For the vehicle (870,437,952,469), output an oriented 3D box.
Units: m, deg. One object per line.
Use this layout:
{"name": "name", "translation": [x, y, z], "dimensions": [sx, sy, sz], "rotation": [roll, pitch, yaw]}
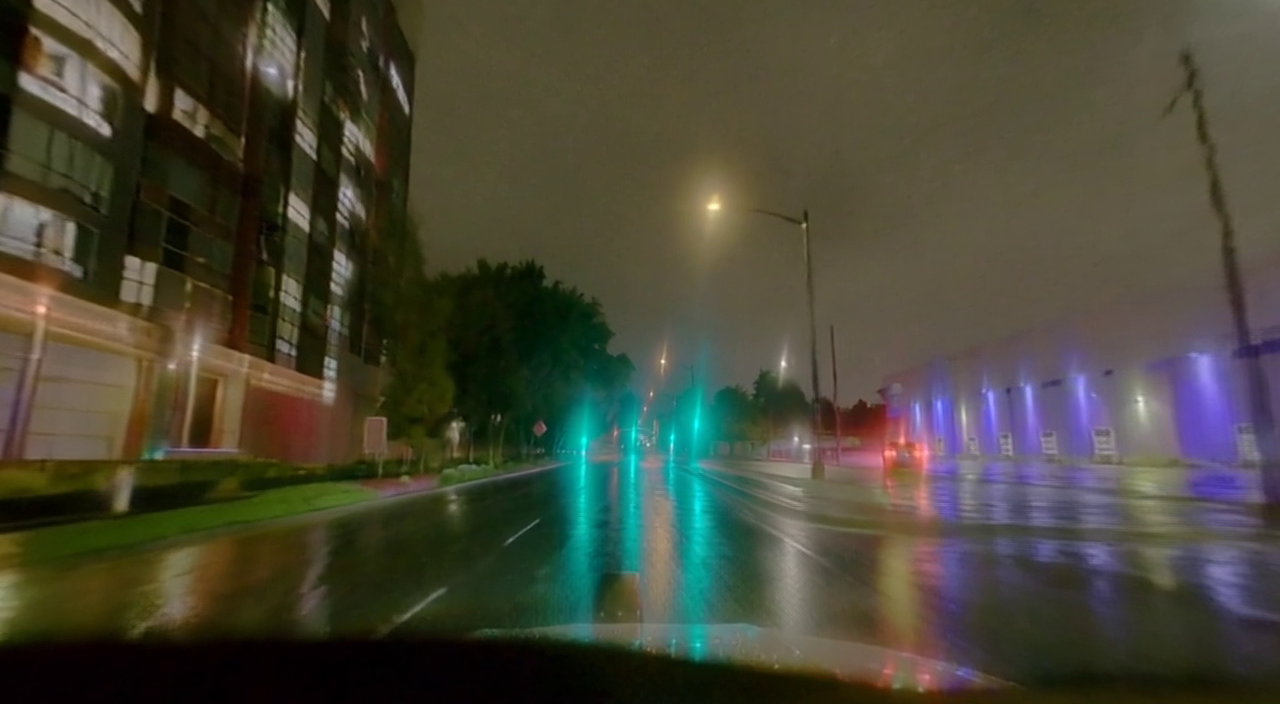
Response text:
{"name": "vehicle", "translation": [14.735, 5.488, 34.291], "dimensions": [3.627, 1.567, 1.774], "rotation": [-2, -7, 1]}
